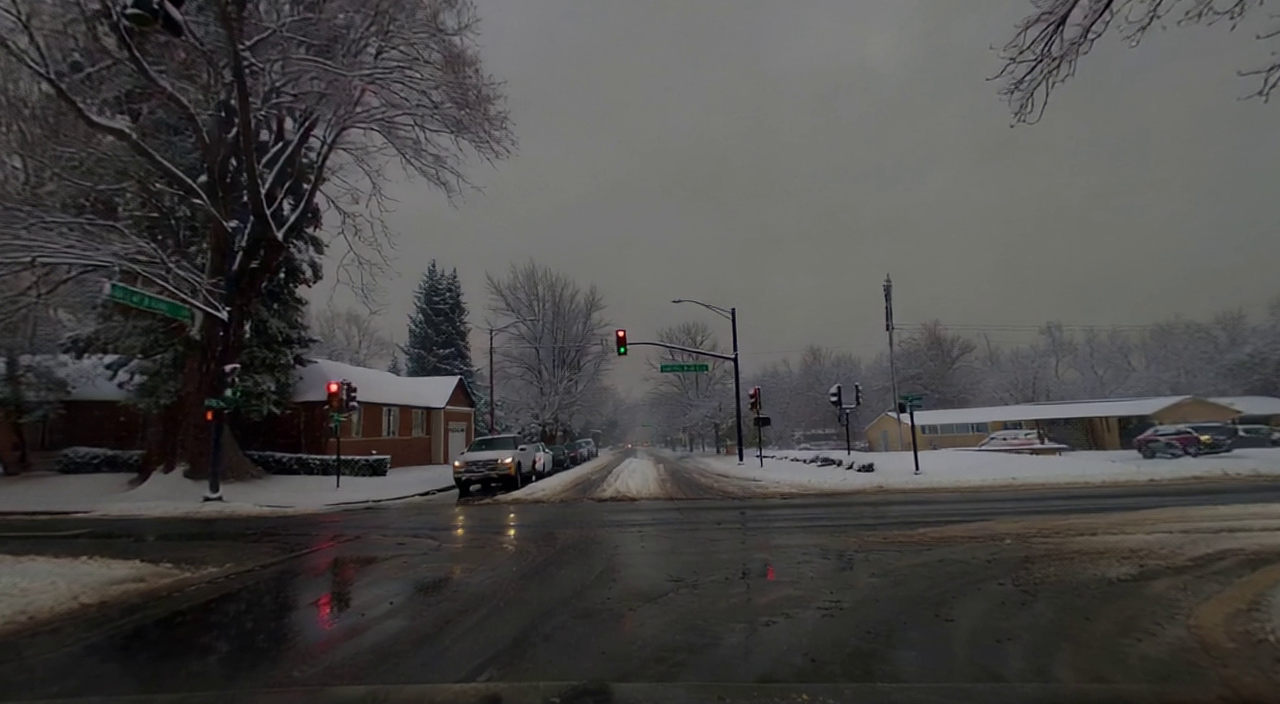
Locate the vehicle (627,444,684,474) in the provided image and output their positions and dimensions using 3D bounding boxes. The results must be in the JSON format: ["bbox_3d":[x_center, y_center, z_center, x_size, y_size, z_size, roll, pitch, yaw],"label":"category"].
[{"bbox_3d":[0.761,5.790,34.512,2.056,1.493,4.535,2,-9,-13],"label":"vehicle"}]

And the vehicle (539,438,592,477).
[{"bbox_3d":[-3.650,5.280,31.918,2.120,1.783,4.788,0,-9,0],"label":"vehicle"}]

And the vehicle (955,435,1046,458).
[{"bbox_3d":[24.969,6.555,43.833,5.172,1.515,1.851,0,-9,-2],"label":"vehicle"}]

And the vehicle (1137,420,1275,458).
[{"bbox_3d":[33.271,5.153,37.230,5.969,2.149,2.331,0,-9,-4],"label":"vehicle"}]

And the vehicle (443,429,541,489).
[{"bbox_3d":[-6.500,4.831,28.968,2.896,2.339,7.322,0,-9,-1],"label":"vehicle"}]
